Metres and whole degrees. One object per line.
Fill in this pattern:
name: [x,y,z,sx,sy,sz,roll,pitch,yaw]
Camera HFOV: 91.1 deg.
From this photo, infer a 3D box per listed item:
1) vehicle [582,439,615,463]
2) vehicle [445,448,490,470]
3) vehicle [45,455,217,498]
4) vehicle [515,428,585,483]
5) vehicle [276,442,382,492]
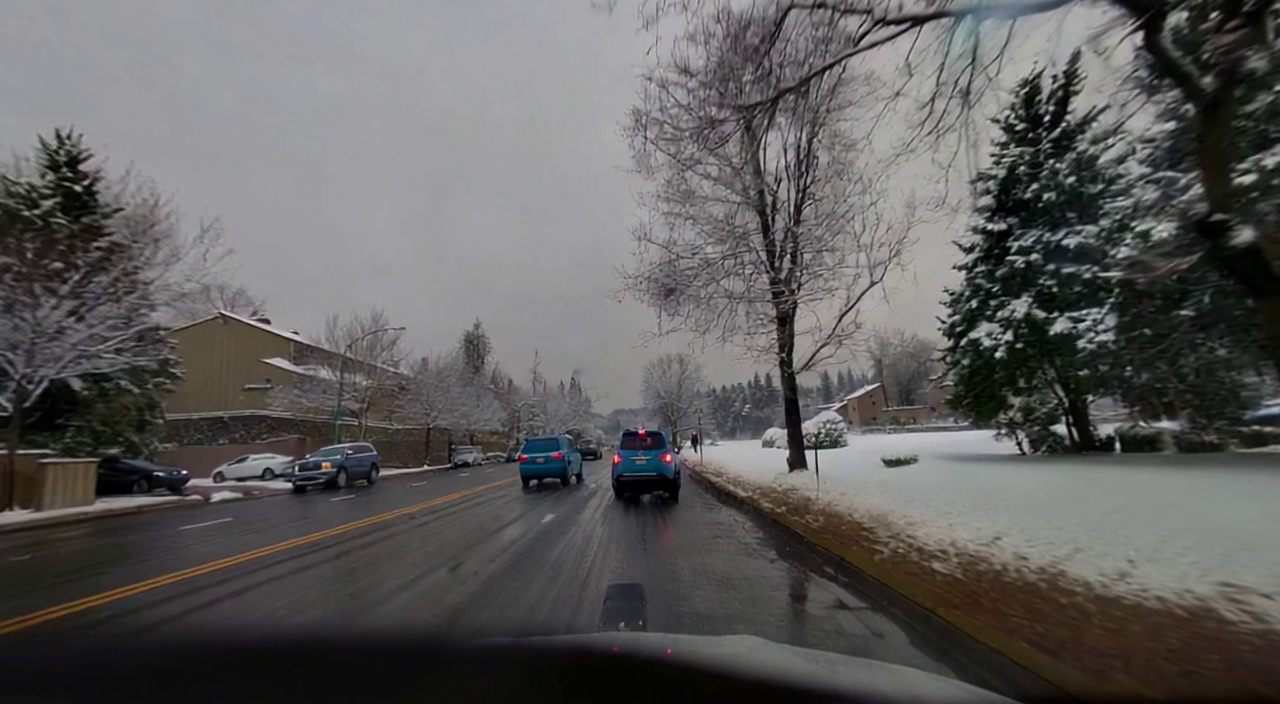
vehicle: [-2.906,7.028,44.804,2.007,1.615,3.758,0,-8,1]
vehicle: [-12.177,7.599,44.604,1.887,1.469,4.691,0,-9,-1]
vehicle: [-18.825,4.606,23.395,4.635,1.487,1.969,0,-9,-1]
vehicle: [-3.168,3.741,22.936,1.908,1.809,4.230,0,-8,1]
vehicle: [-12.360,4.576,25.361,1.928,1.800,4.632,0,-8,-1]
